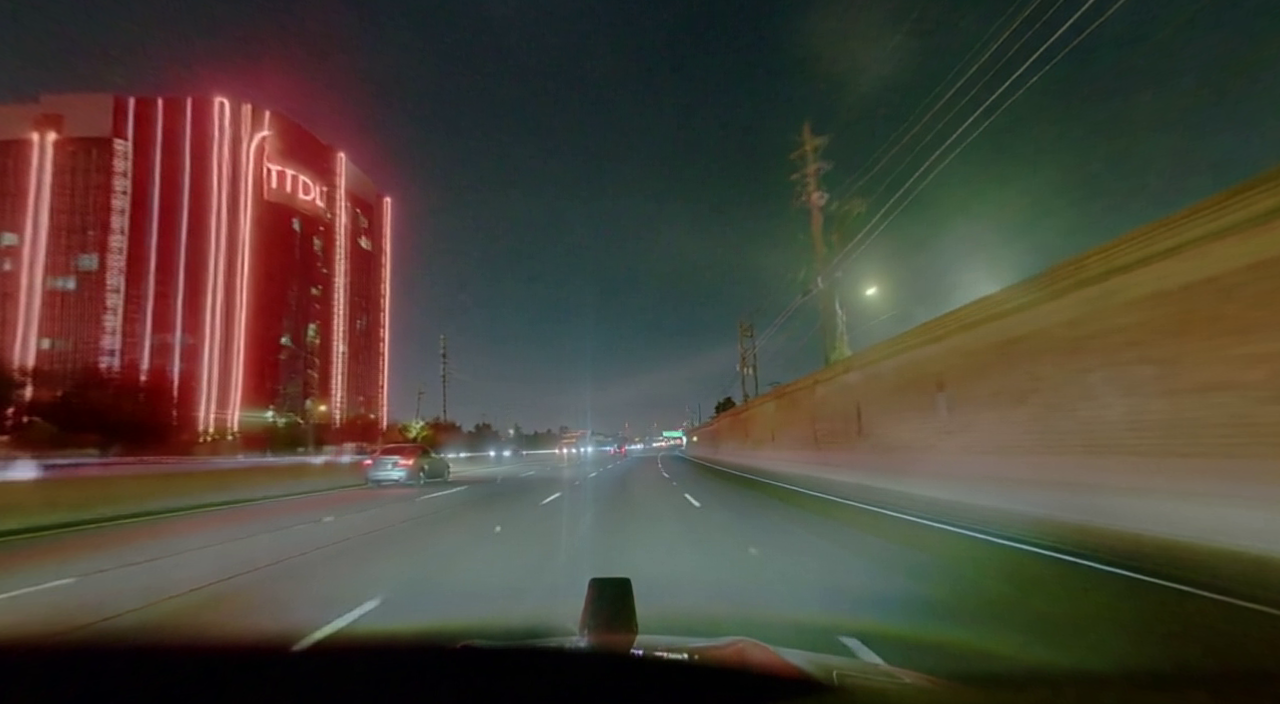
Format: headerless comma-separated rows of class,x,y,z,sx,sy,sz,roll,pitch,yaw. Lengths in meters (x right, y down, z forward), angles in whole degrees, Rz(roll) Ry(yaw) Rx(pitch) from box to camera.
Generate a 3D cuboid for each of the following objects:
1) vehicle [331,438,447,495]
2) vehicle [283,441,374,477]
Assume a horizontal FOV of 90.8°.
vehicle,-7.711,3.536,19.897,2.013,1.574,3.923,0,-8,0
vehicle,-14.374,4.942,29.484,1.944,1.560,4.445,0,-8,1
